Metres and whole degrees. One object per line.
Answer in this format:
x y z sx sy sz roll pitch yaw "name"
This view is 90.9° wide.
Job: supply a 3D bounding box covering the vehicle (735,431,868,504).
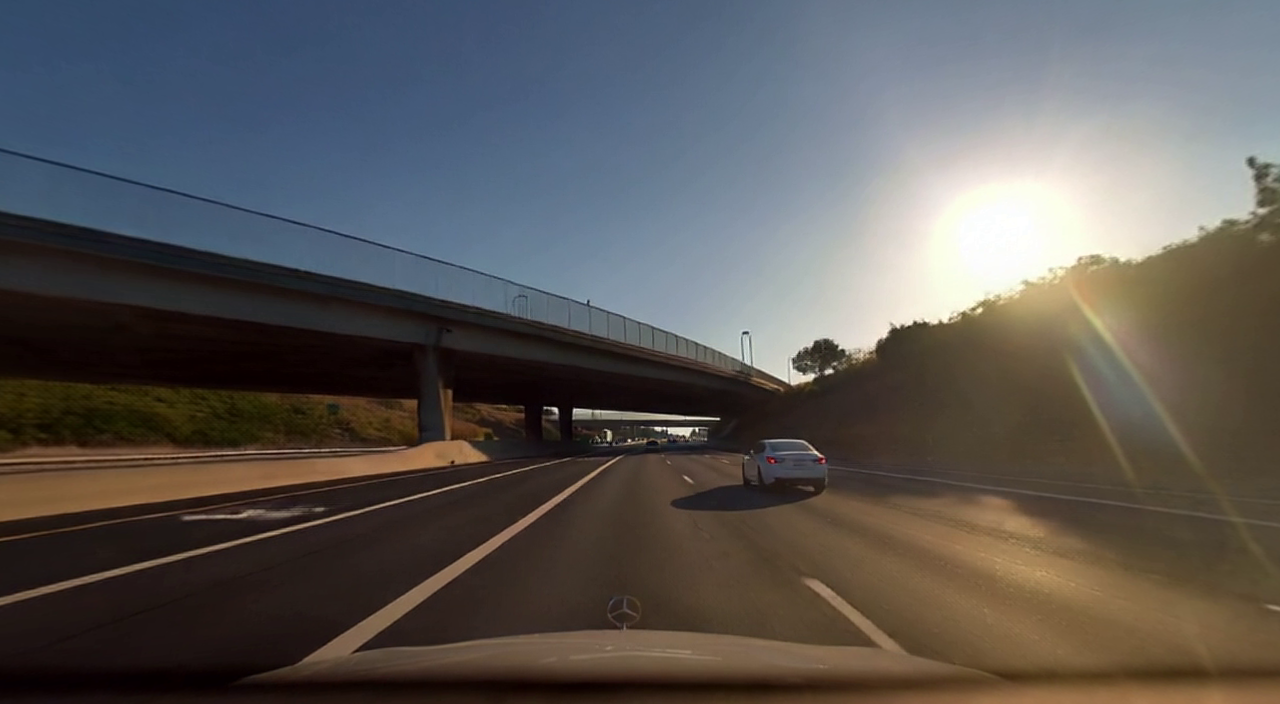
3.701 2.737 15.429 1.999 1.492 4.673 0 -8 0 "vehicle"
